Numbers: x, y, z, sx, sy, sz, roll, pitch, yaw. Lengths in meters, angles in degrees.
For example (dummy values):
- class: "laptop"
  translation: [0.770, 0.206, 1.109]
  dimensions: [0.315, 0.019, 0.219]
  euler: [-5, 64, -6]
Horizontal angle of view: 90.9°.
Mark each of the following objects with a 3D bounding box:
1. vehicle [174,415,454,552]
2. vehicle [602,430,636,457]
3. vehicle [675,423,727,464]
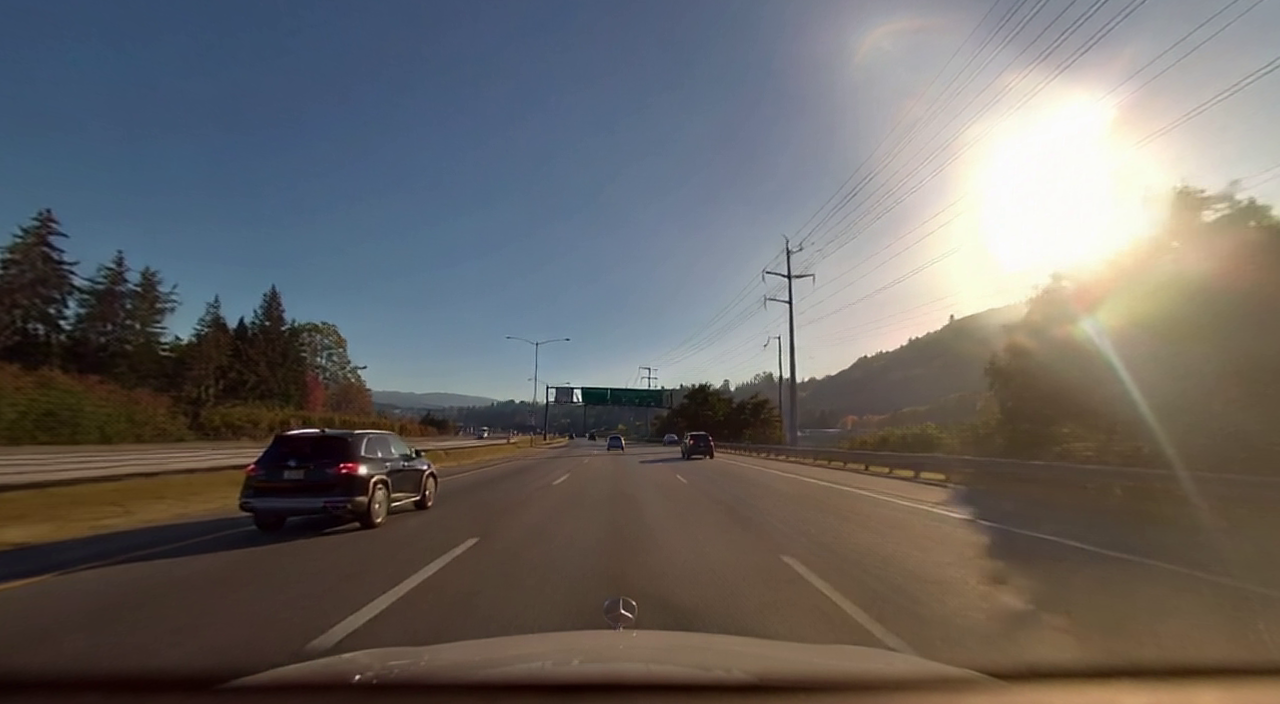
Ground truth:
- class: "vehicle"
  translation: [-4.441, 1.811, 9.502]
  dimensions: [2.100, 1.590, 4.077]
  euler: [0, -7, -1]
- class: "vehicle"
  translation: [-1.392, 6.061, 41.886]
  dimensions: [2.159, 1.690, 3.720]
  euler: [0, -7, -3]
- class: "vehicle"
  translation: [2.940, 4.485, 30.988]
  dimensions: [1.976, 1.905, 3.263]
  euler: [0, -7, -4]
